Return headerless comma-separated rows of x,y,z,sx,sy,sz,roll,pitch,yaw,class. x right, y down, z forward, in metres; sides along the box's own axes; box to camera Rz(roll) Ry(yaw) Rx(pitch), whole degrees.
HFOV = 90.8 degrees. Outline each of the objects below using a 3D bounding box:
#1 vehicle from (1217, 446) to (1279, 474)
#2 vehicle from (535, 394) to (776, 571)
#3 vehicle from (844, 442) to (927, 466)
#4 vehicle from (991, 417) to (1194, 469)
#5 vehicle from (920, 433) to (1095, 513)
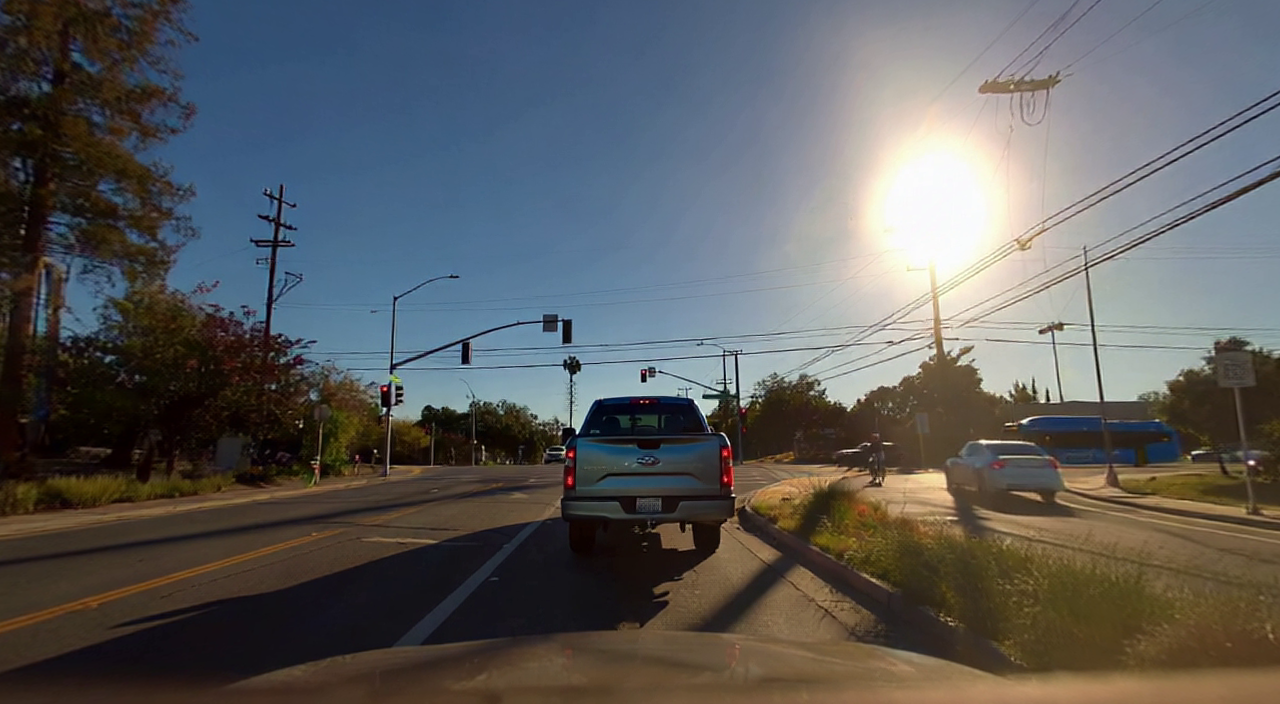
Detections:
41.373,7.022,41.257,5.426,1.728,1.999,0,-8,-2,vehicle
0.129,1.875,9.957,2.707,1.964,5.485,0,-8,-1,vehicle
15.944,6.642,41.240,4.578,1.490,1.935,-1,-8,3,vehicle
29.258,5.959,41.269,10.726,3.128,3.003,-1,-8,1,vehicle
8.027,2.650,14.381,2.060,1.496,4.520,-2,-9,12,vehicle
